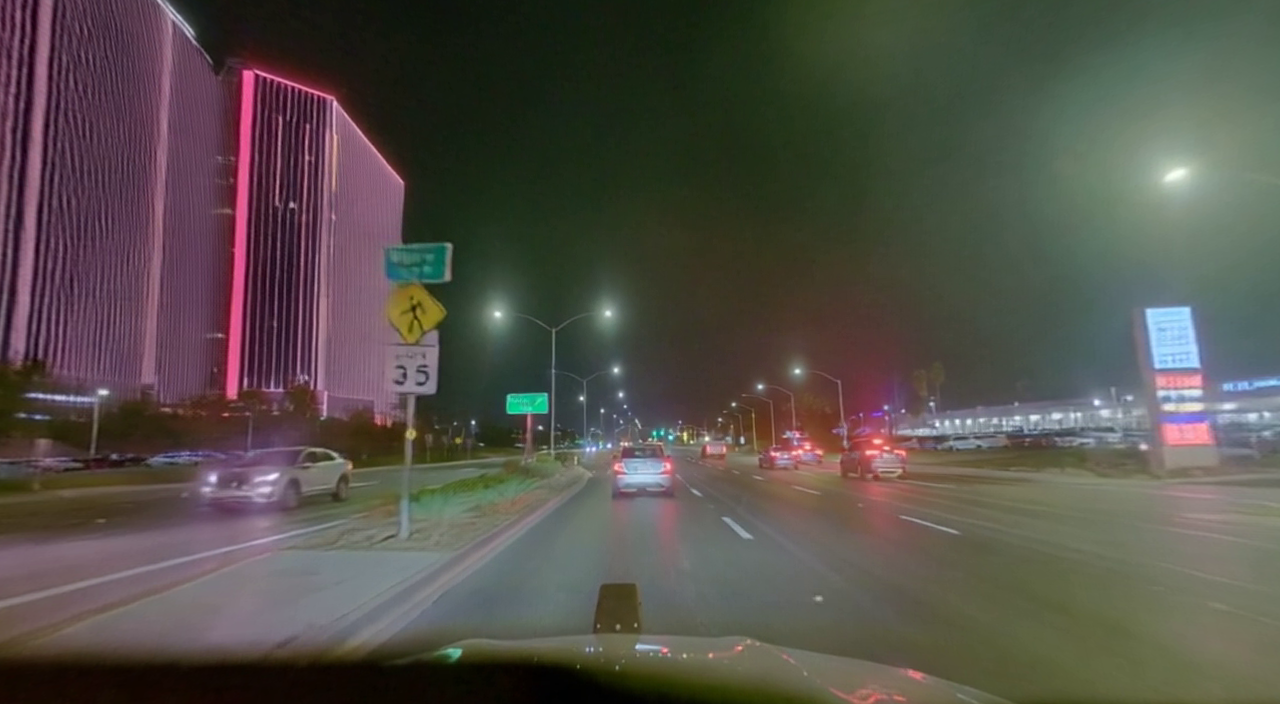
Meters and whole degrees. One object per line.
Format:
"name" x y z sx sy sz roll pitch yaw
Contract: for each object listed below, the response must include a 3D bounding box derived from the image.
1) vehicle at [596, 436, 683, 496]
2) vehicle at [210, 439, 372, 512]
"vehicle" -0.055 3.101 17.522 2.126 1.475 3.967 0 -8 -1
"vehicle" -9.066 3.165 16.831 1.903 1.476 4.395 -6 -8 -1
